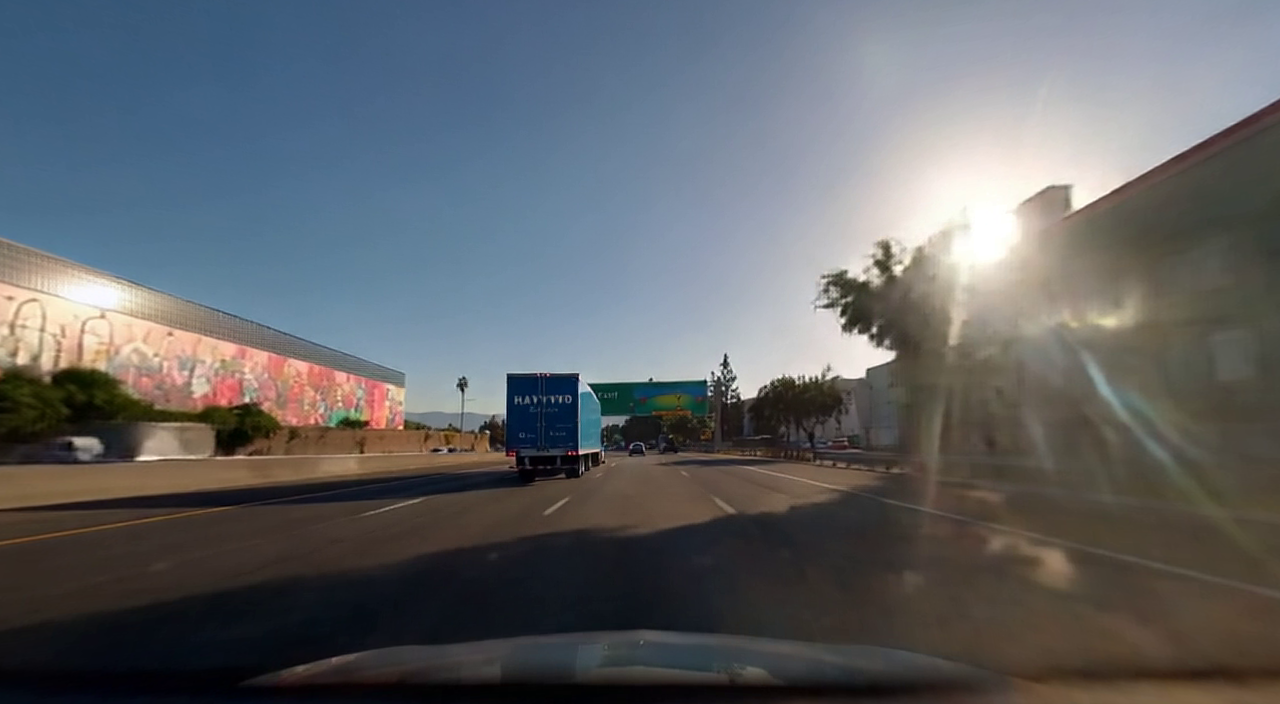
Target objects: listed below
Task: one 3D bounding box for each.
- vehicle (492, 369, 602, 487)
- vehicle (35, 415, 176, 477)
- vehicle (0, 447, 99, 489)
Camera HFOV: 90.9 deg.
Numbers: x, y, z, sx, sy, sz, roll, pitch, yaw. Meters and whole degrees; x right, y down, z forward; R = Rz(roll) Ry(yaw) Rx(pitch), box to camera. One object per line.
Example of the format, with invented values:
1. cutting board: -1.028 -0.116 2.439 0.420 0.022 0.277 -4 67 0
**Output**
1. vehicle: -3.497 3.169 26.449 2.977 4.048 8.890 1 -7 1
2. vehicle: -31.766 5.604 37.878 2.956 3.386 6.009 0 -8 1
3. vehicle: -24.235 4.494 24.727 1.875 1.493 4.610 0 -8 1
